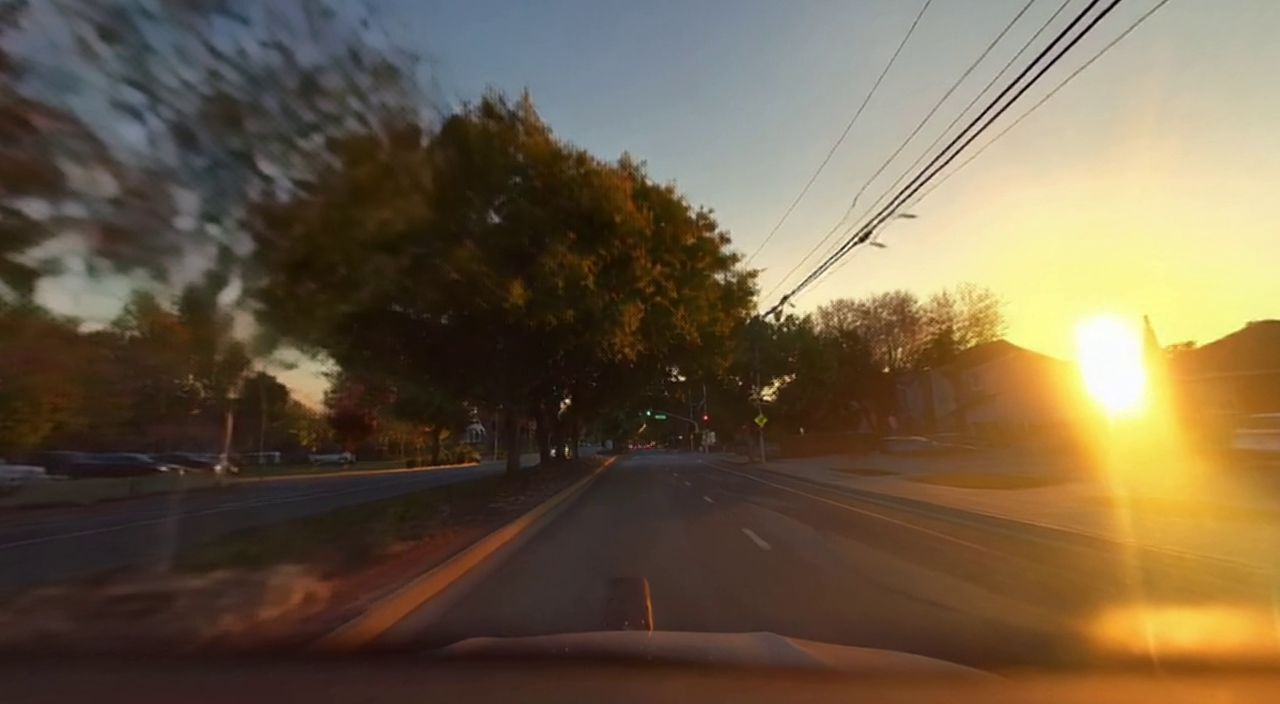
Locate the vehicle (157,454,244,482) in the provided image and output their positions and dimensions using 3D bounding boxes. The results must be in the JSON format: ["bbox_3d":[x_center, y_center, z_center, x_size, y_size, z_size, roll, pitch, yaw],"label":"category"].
[{"bbox_3d":[-23.054,6.065,33.145,3.309,1.386,1.573,1,-9,-7],"label":"vehicle"}]

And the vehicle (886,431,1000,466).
[{"bbox_3d":[15.137,4.854,31.728,4.625,1.467,1.991,-3,-8,2],"label":"vehicle"}]

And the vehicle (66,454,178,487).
[{"bbox_3d":[-22.730,5.189,27.754,3.348,1.380,1.584,1,-9,-6],"label":"vehicle"}]
